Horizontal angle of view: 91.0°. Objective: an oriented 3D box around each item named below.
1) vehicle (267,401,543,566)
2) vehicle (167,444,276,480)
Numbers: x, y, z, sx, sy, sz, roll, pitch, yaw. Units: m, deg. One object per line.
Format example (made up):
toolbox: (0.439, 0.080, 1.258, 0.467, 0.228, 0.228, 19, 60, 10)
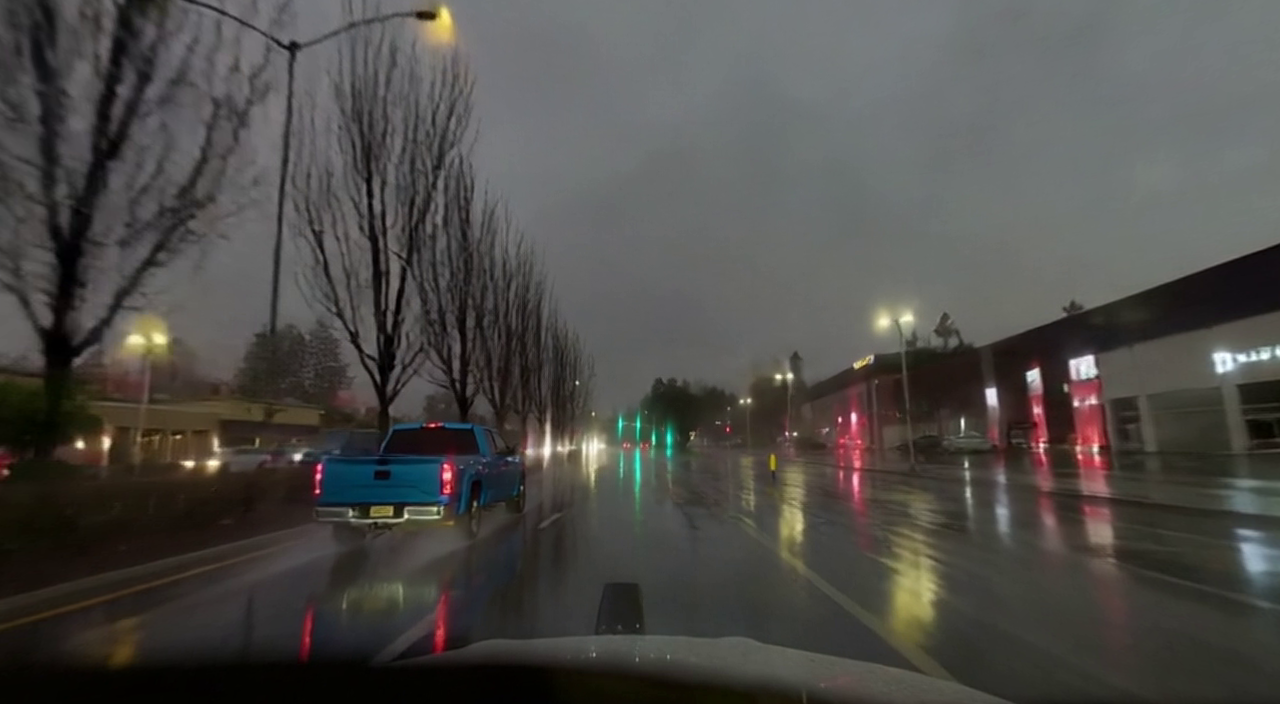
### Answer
vehicle: (-3.000, 1.838, 9.666, 2.065, 1.790, 5.417, 0, -8, 1)
vehicle: (-21.404, 5.621, 32.522, 2.224, 1.668, 5.022, -2, -9, 0)
